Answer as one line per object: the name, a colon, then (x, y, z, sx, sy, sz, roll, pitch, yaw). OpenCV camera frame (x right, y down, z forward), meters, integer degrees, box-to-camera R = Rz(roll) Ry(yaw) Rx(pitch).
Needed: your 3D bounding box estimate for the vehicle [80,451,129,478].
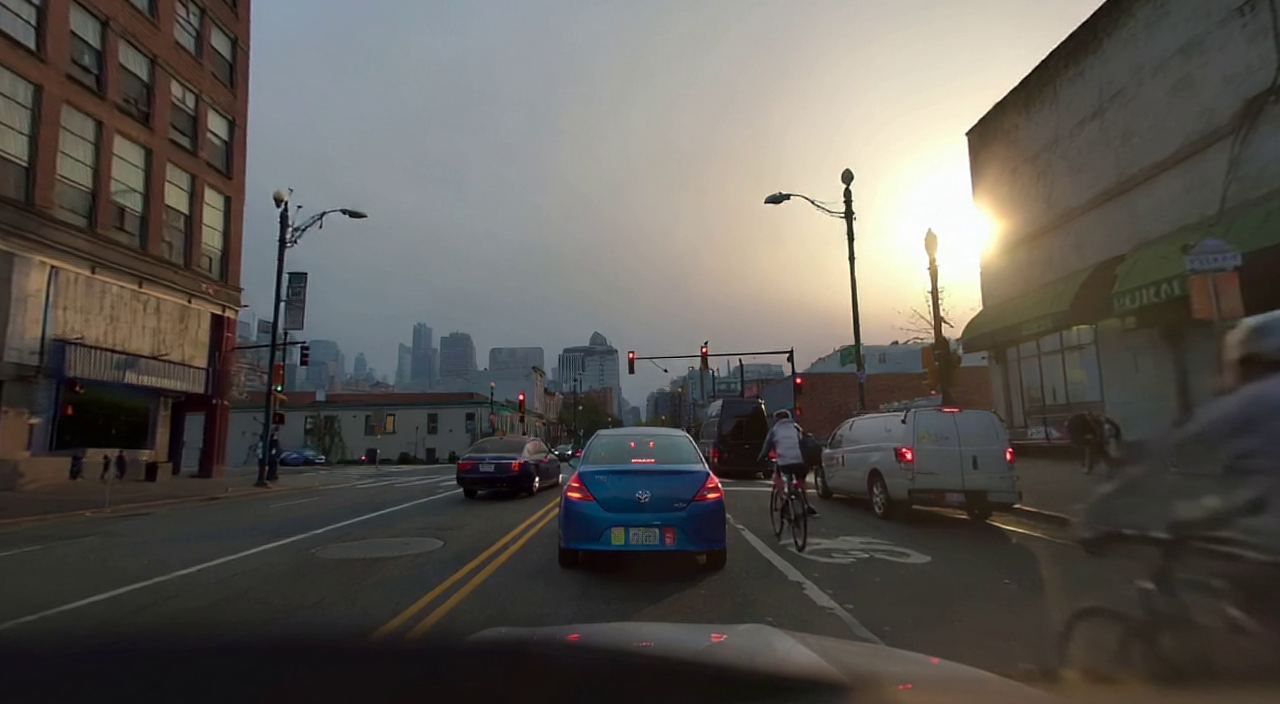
vehicle: (-37.994, 7.921, 44.672, 2.264, 1.722, 4.721, 7, -12, -42)

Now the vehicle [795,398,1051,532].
vehicle: (4.508, 1.911, 11.136, 2.142, 1.829, 4.767, 0, -9, -2)

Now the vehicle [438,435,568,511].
vehicle: (-2.944, 2.707, 14.626, 2.039, 1.452, 4.489, 0, -9, -1)

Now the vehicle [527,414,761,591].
vehicle: (0.012, 1.655, 7.735, 2.091, 1.557, 4.000, 0, -9, -1)
